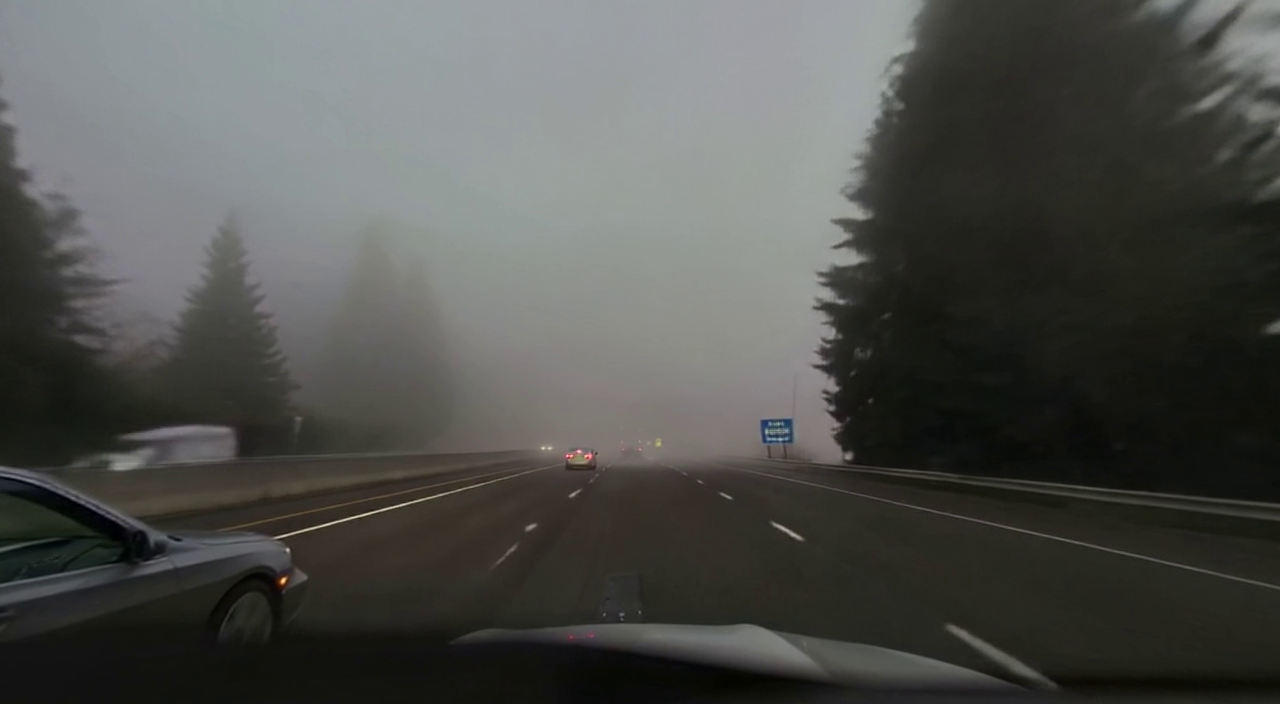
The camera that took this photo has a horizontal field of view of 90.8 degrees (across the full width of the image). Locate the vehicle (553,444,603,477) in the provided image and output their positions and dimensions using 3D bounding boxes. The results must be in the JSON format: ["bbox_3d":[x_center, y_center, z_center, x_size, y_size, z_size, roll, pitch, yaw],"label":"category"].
[{"bbox_3d":[-3.128,5.625,32.963,2.184,1.574,5.004,0,-9,-1],"label":"vehicle"}]

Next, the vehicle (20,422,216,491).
[{"bbox_3d":[-16.707,3.384,20.668,2.213,1.948,4.866,0,-9,0],"label":"vehicle"}]
